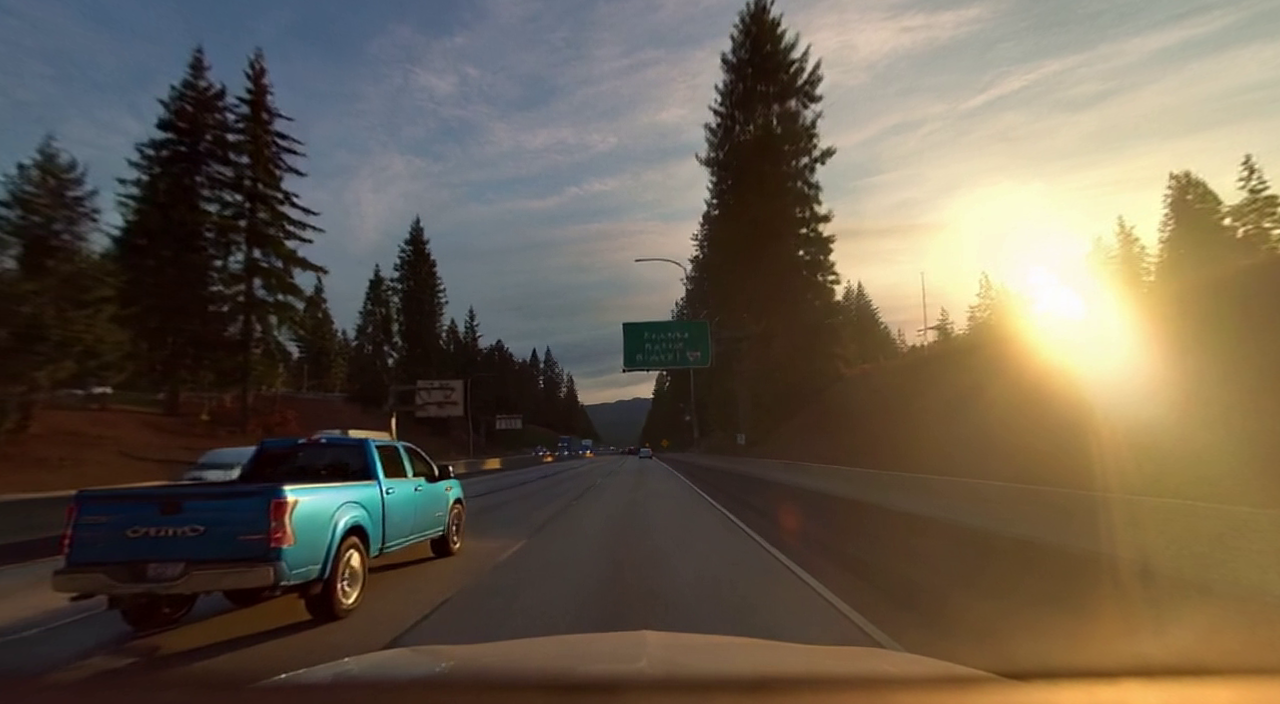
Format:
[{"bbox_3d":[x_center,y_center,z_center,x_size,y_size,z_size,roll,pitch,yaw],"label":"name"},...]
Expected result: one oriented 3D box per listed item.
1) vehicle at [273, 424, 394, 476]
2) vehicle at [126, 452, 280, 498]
[{"bbox_3d":[-21.573,6.985,45.481,3.101,3.238,10.911,-1,-8,1],"label":"vehicle"},{"bbox_3d":[-21.936,6.173,32.281,2.698,1.930,7.081,-1,-8,2],"label":"vehicle"}]
